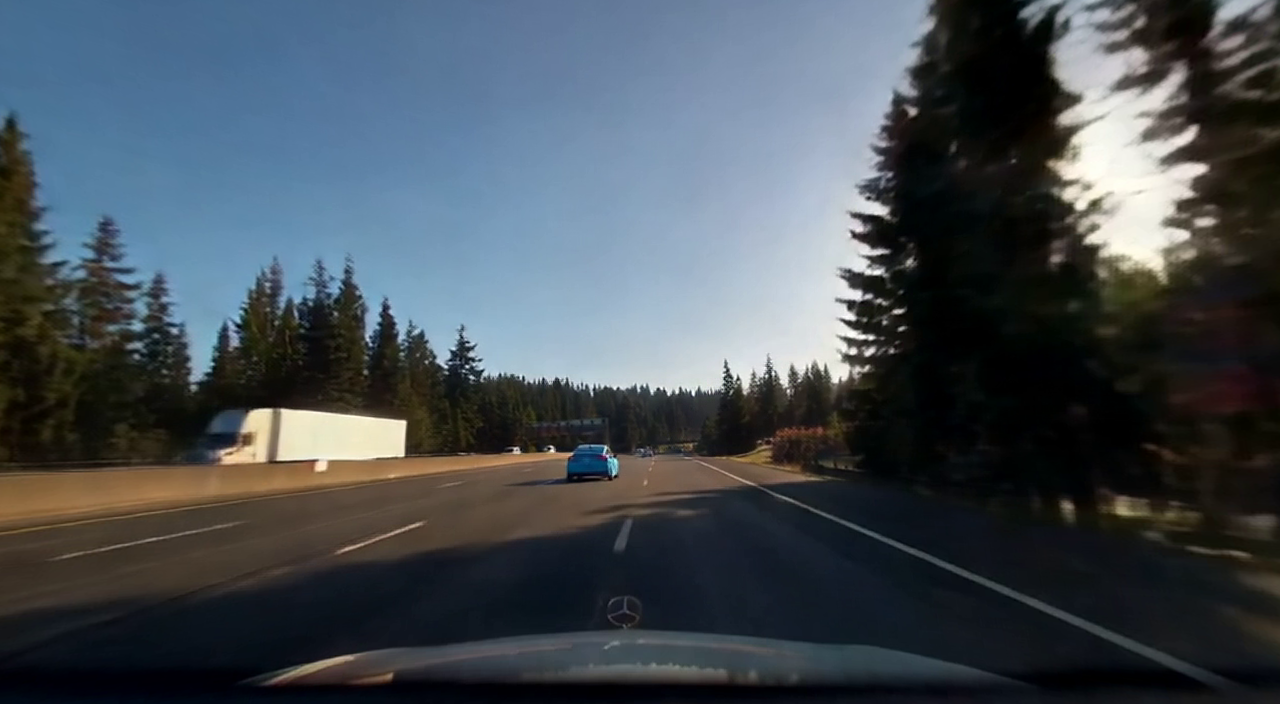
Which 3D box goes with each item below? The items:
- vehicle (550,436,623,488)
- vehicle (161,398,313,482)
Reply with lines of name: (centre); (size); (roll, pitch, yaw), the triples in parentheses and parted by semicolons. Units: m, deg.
vehicle: (-1.813, 3.941, 22.900); (2.133, 1.686, 4.203); (-1, -8, 2)
vehicle: (-22.522, 5.028, 35.845); (3.005, 4.234, 8.022); (-1, -8, 2)
